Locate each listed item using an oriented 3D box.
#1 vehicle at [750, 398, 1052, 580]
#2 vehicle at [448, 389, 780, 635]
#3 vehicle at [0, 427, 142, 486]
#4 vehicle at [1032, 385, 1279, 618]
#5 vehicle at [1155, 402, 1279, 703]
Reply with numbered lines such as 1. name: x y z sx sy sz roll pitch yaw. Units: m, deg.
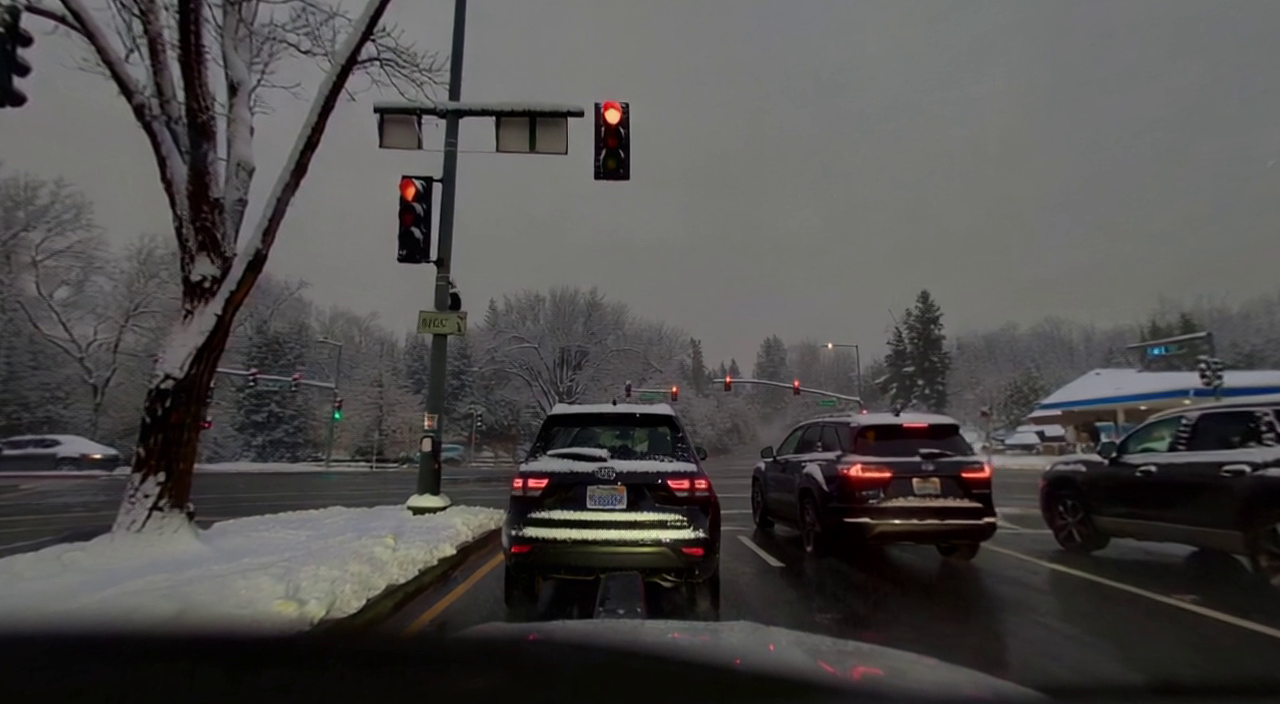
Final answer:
1. vehicle: 2.986 1.681 8.545 2.060 1.783 4.411 0 -9 -2
2. vehicle: -0.193 1.481 6.879 2.351 1.733 4.616 0 -9 0
3. vehicle: -28.967 5.150 31.219 6.772 2.769 2.305 -1 -9 3
4. vehicle: 6.132 1.348 6.035 1.901 1.870 4.393 0 -9 0
5. vehicle: 3.073 0.621 0.205 1.965 1.460 4.581 0 -9 1
